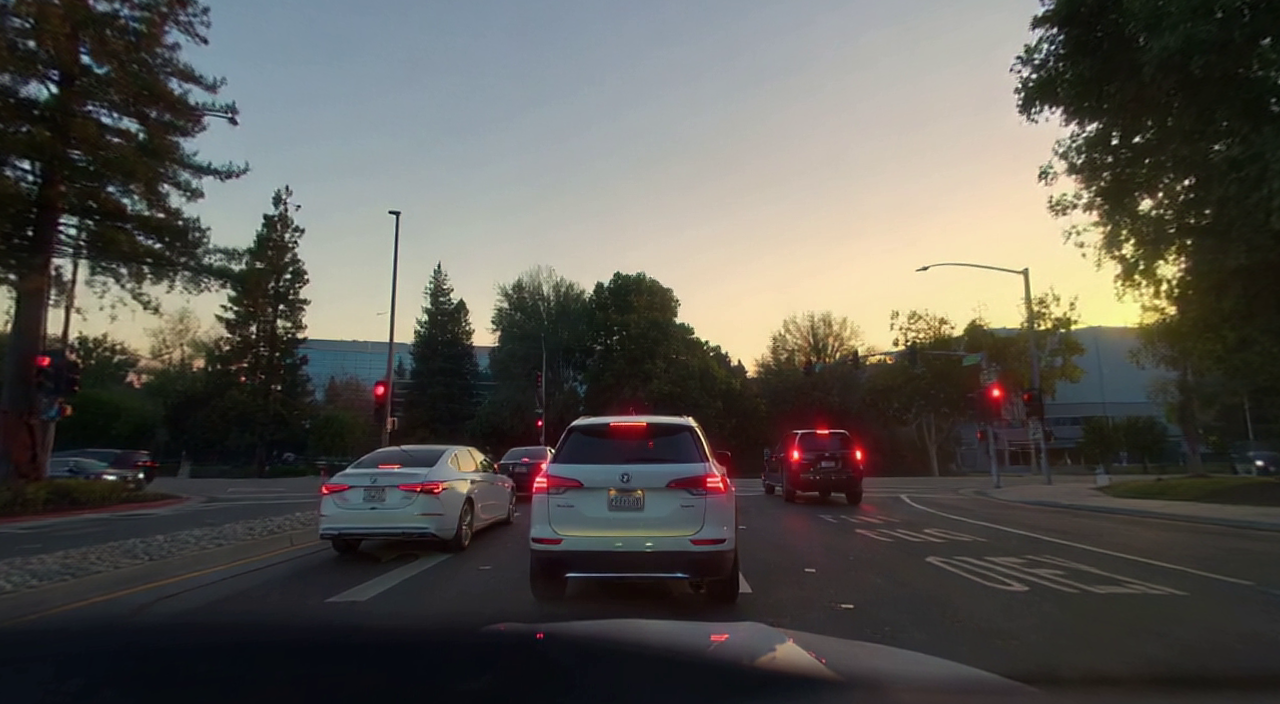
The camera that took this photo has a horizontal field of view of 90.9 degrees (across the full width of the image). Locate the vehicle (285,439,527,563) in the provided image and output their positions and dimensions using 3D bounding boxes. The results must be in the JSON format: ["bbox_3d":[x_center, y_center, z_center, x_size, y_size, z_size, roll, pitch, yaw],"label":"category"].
[{"bbox_3d":[-3.194,2.098,9.765,1.913,1.453,4.413,0,-8,2],"label":"vehicle"}]

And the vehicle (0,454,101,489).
[{"bbox_3d":[-27.022,5.286,27.968,4.198,1.444,1.765,2,-9,-16],"label":"vehicle"}]

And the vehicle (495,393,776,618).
[{"bbox_3d":[-0.030,1.521,7.173,2.203,1.757,4.286,0,-8,0],"label":"vehicle"}]

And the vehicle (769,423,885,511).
[{"bbox_3d":[4.811,3.002,16.912,2.084,2.053,4.073,-1,-8,4],"label":"vehicle"}]

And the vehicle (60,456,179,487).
[{"bbox_3d":[-25.986,5.950,31.609,4.140,1.444,1.742,2,-9,-15],"label":"vehicle"}]
